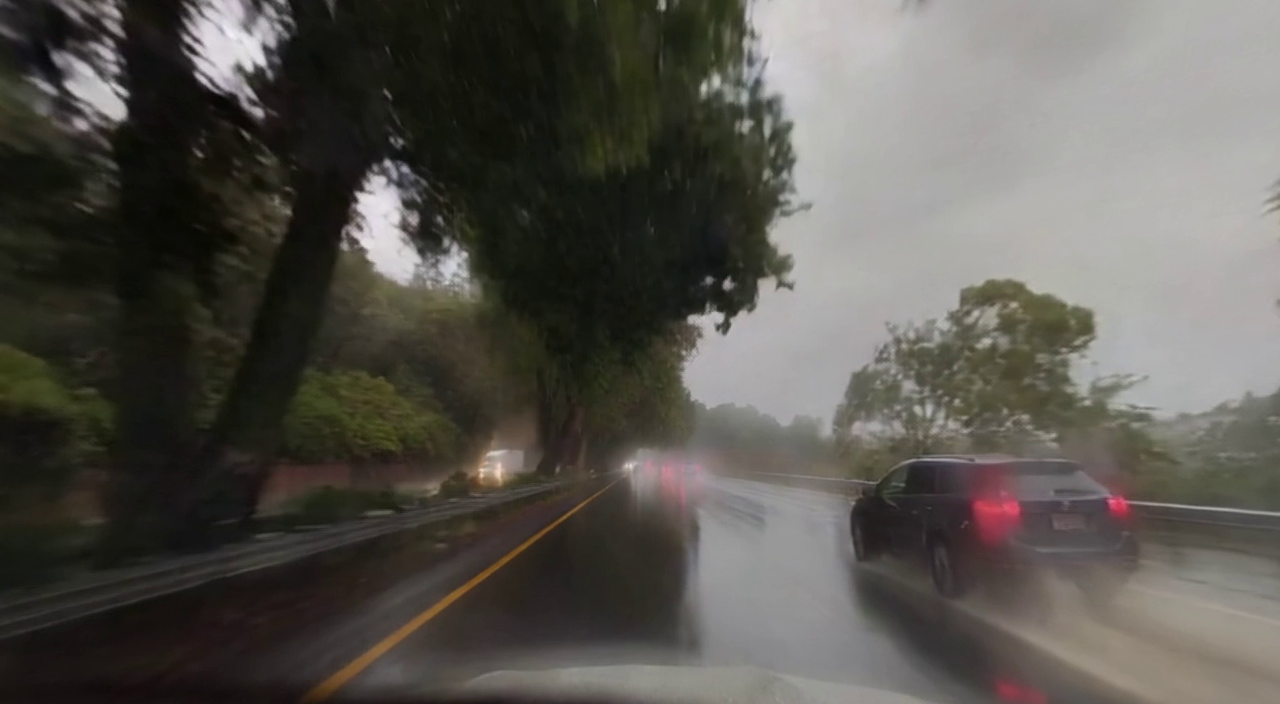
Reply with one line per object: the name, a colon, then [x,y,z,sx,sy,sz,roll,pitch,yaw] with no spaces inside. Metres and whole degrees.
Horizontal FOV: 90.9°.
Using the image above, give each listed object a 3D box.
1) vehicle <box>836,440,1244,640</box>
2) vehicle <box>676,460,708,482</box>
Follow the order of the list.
vehicle: [3.703,1.812,6.889,1.825,1.494,3.959,1,-10,0]
vehicle: [3.943,9.136,48.329,2.156,1.569,3.821,1,-10,-1]
